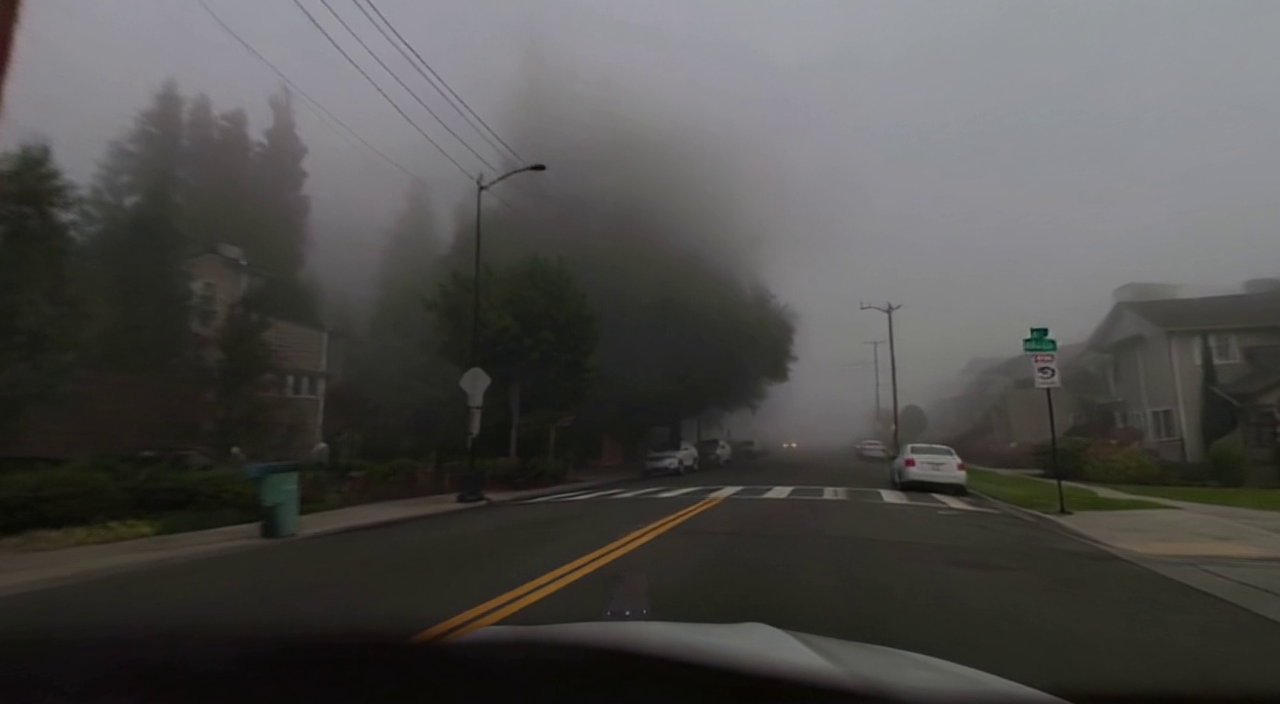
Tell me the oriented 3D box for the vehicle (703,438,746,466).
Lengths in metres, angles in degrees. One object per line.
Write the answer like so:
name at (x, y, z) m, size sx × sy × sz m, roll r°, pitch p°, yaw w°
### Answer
vehicle at (6.134, 7.149, 45.330) m, size 2.120 × 1.799 × 5.370 m, roll -4°, pitch -9°, yaw 17°

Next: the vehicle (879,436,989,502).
vehicle at (7.637, 3.027, 16.856) m, size 2.014 × 1.482 × 4.599 m, roll -3°, pitch -9°, yaw 17°

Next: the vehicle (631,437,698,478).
vehicle at (1.257, 4.959, 30.076) m, size 2.027 × 1.695 × 4.437 m, roll -6°, pitch -9°, yaw 16°

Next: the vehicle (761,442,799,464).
vehicle at (9.750, 6.953, 43.582) m, size 2.079 × 1.441 × 4.541 m, roll -3°, pitch -9°, yaw 18°
